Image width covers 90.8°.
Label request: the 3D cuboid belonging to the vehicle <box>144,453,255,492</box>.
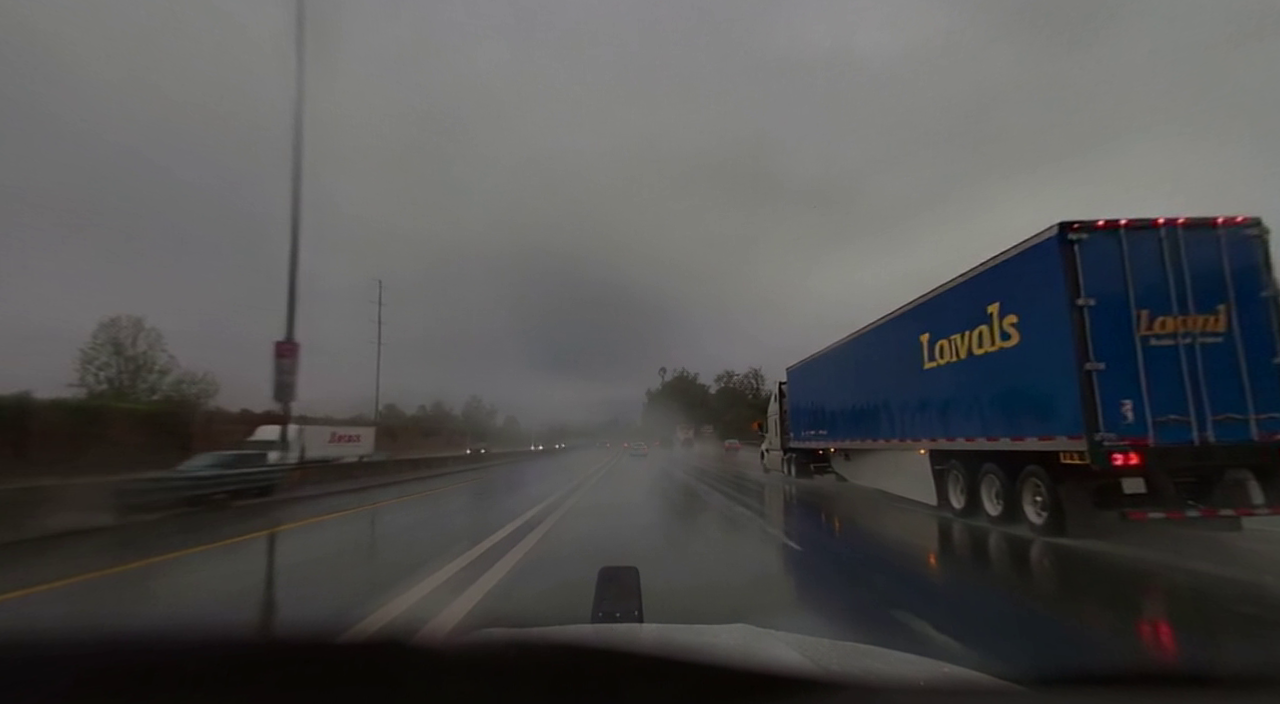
[{"bbox_3d":[-19.467,5.319,28.204,1.858,1.546,4.335,0,-8,-1],"label":"vehicle"}]

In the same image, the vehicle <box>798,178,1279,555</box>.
[{"bbox_3d":[7.546,1.291,15.055,2.892,4.128,16.495,0,-8,-2],"label":"vehicle"}]

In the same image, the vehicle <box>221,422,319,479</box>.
[{"bbox_3d":[-27.524,7.347,47.448,3.027,3.952,7.052,0,-8,-1],"label":"vehicle"}]
